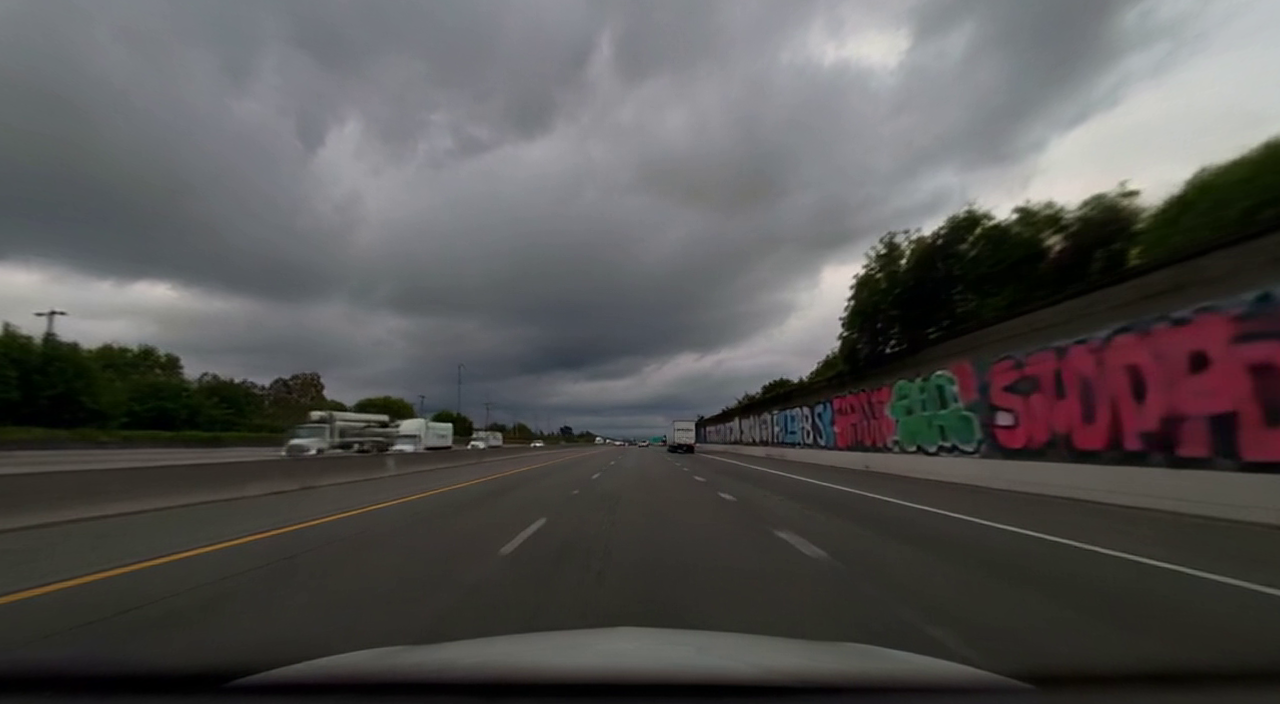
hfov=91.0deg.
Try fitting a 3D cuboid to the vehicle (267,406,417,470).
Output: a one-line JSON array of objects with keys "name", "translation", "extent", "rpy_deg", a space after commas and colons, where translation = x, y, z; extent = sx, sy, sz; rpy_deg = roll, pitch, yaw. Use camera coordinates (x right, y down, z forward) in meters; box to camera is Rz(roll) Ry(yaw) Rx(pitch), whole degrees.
[{"name": "vehicle", "translation": [-20.978, 6.376, 46.450], "extent": [2.941, 3.798, 16.803], "rpy_deg": [0, -8, 0]}]

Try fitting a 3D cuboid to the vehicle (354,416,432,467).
[{"name": "vehicle", "translation": [-16.963, 6.196, 43.725], "extent": [2.874, 3.248, 6.139], "rpy_deg": [0, -8, -1]}]
